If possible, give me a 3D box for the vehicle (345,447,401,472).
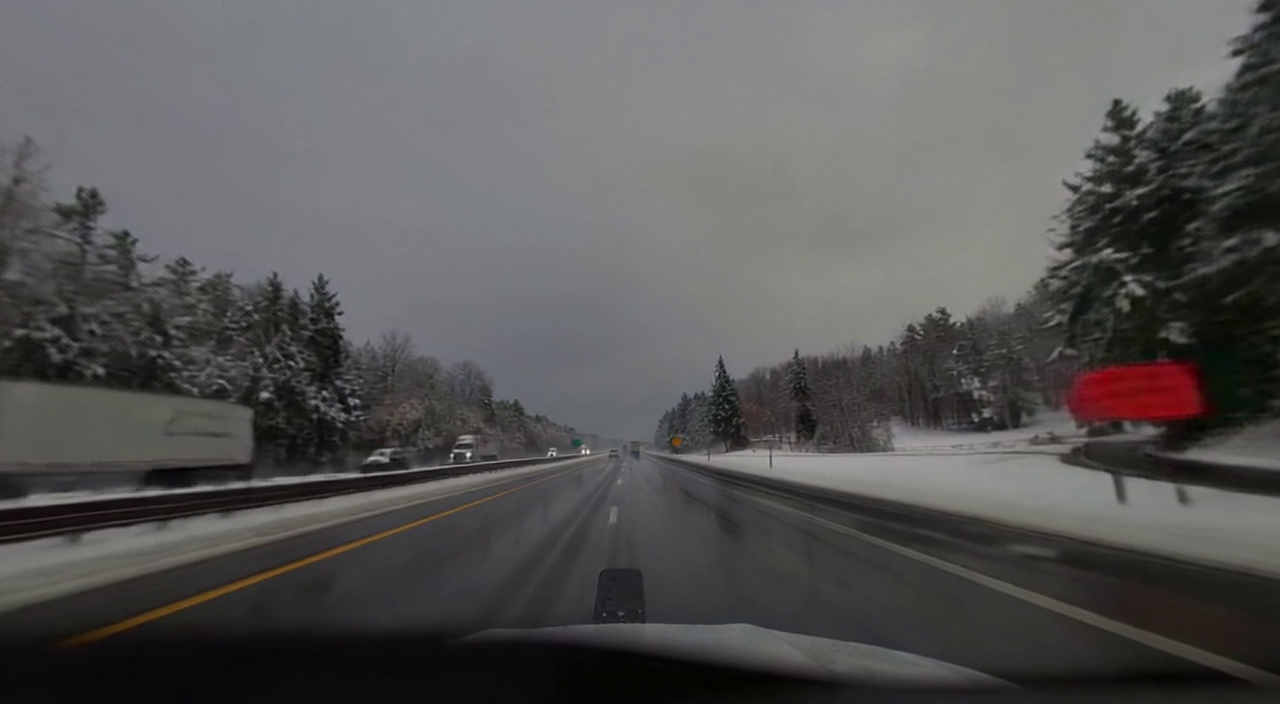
[{"bbox_3d":[-16.621,6.696,39.483,1.809,1.431,4.150,0,-9,-2],"label":"vehicle"}]

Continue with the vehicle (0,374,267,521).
[{"bbox_3d":[-20.757,3.654,24.104,2.936,4.356,16.937,0,-9,-1],"label":"vehicle"}]
